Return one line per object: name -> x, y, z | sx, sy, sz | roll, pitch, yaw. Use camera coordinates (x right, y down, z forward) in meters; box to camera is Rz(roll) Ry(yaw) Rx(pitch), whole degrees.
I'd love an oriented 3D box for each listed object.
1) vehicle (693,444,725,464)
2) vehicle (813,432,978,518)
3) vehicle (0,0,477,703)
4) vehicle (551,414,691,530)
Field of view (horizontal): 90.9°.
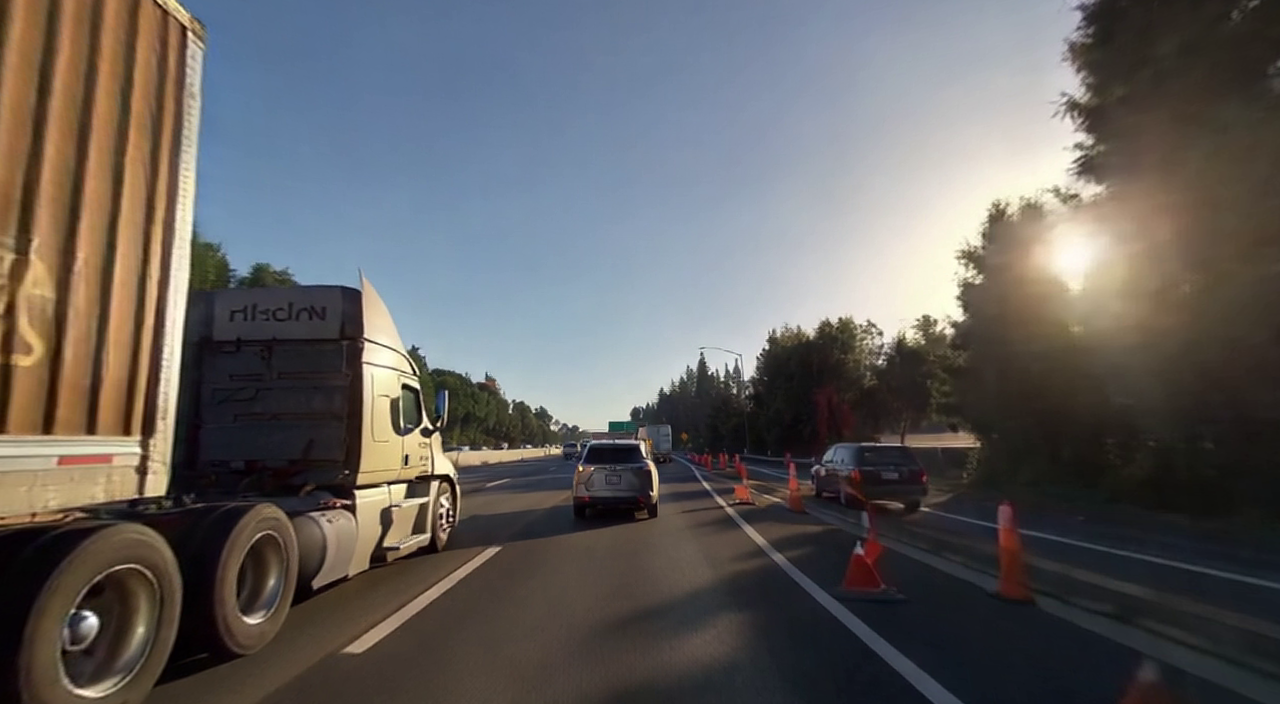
vehicle -> 5.309, 7.928, 49.231 | 1.918, 1.479, 4.571 | 0, -9, -1
vehicle -> 5.374, 2.612, 13.897 | 1.937, 1.601, 3.798 | 0, -9, -2
vehicle -> -3.741, -0.476, 1.068 | 2.857, 4.063, 16.026 | 0, -8, -1
vehicle -> -0.304, 2.151, 11.762 | 2.152, 1.779, 3.924 | 0, -9, 0
